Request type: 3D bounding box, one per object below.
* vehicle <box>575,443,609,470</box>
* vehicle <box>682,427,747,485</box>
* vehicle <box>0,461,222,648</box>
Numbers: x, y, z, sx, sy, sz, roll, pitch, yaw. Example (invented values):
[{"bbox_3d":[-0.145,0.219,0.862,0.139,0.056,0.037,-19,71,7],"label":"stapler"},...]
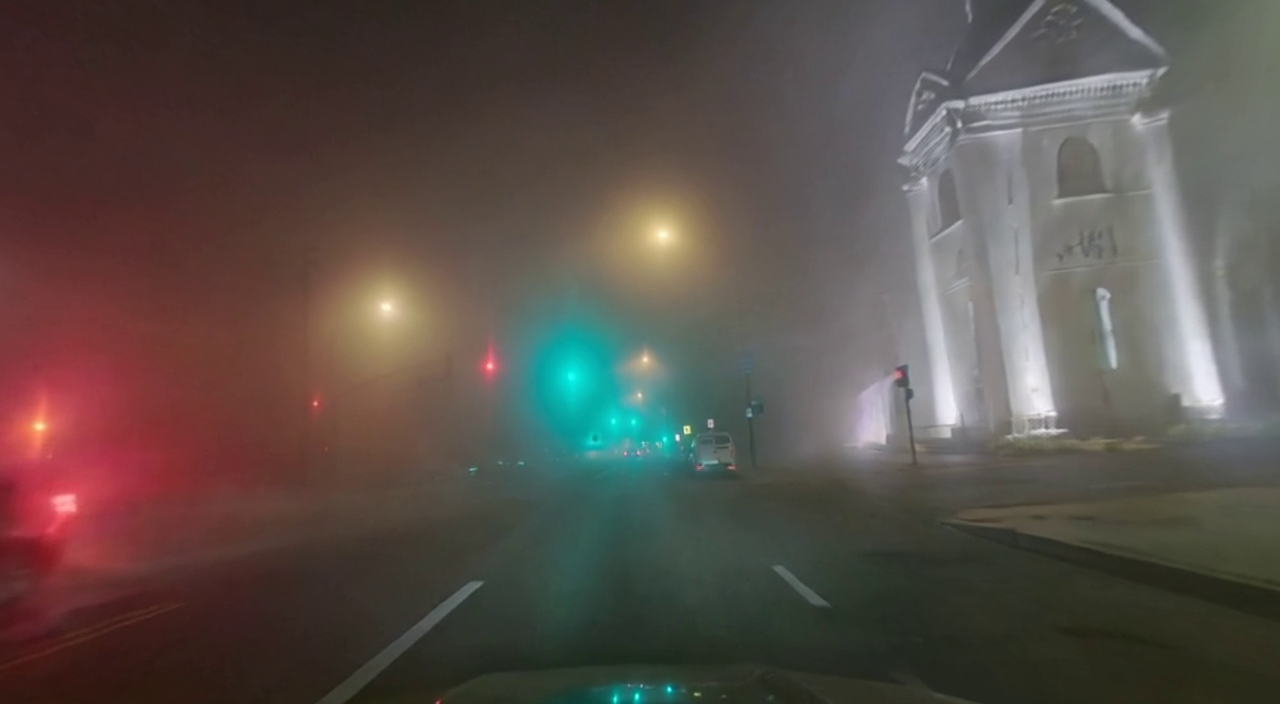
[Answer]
[{"bbox_3d":[-3.668,8.057,48.994,2.293,1.936,4.737,0,-9,-1],"label":"vehicle"},{"bbox_3d":[2.796,4.067,24.961,2.074,2.041,5.045,-1,-9,1],"label":"vehicle"},{"bbox_3d":[-6.328,1.677,5.092,1.881,1.476,4.620,-4,-9,20],"label":"vehicle"}]
